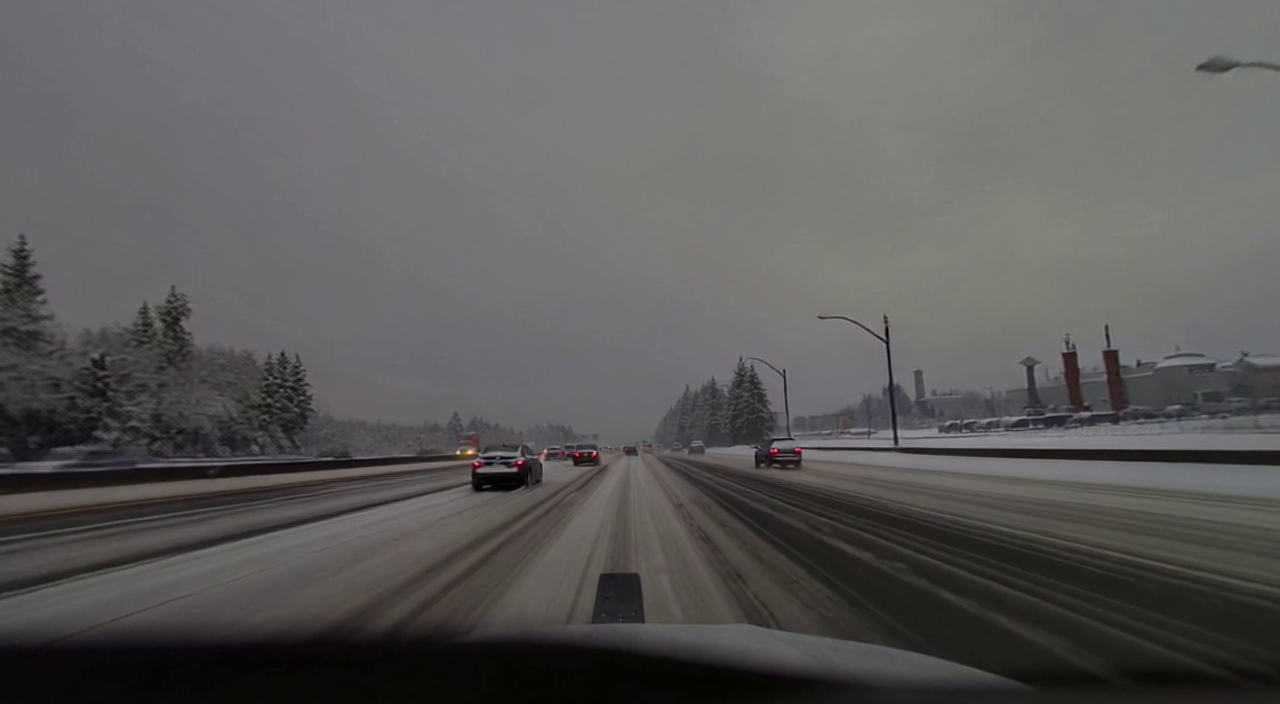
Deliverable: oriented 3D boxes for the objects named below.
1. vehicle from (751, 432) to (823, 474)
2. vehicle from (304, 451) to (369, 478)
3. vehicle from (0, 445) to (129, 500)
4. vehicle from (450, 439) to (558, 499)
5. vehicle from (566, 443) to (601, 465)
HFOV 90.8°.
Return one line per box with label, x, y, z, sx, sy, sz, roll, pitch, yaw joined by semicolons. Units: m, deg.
vehicle;6.797;4.744;29.826;2.147;1.769;4.666;0;-9;-2
vehicle;-17.096;6.326;35.829;1.816;1.405;3.650;0;-9;1
vehicle;-20.918;4.087;21.910;2.136;1.695;5.011;0;-9;0
vehicle;-3.700;3.276;18.098;2.047;1.469;4.614;0;-9;0
vehicle;-3.867;7.074;43.971;2.078;1.464;4.093;0;-9;0
